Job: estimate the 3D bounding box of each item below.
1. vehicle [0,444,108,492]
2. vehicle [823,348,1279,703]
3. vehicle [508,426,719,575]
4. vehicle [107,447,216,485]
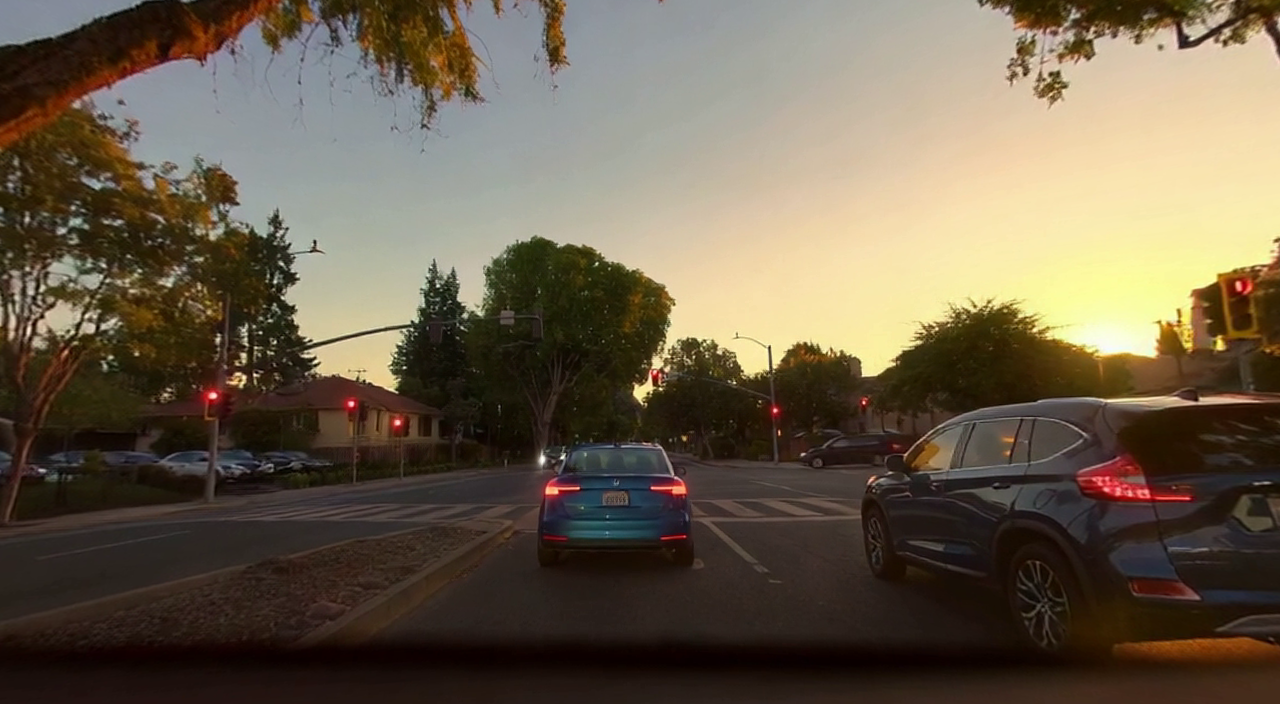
[{"bbox_3d":[-28.494,5.365,29.488,5.119,2.119,2.199,5,-10,-31],"label":"vehicle"},{"bbox_3d":[3.188,1.179,5.175,2.046,1.768,4.370,0,-9,0],"label":"vehicle"},{"bbox_3d":[-0.331,1.893,8.952,2.177,1.512,4.682,0,-9,-1],"label":"vehicle"},{"bbox_3d":[-28.609,6.824,38.031,4.943,2.110,2.217,5,-10,-32],"label":"vehicle"}]
